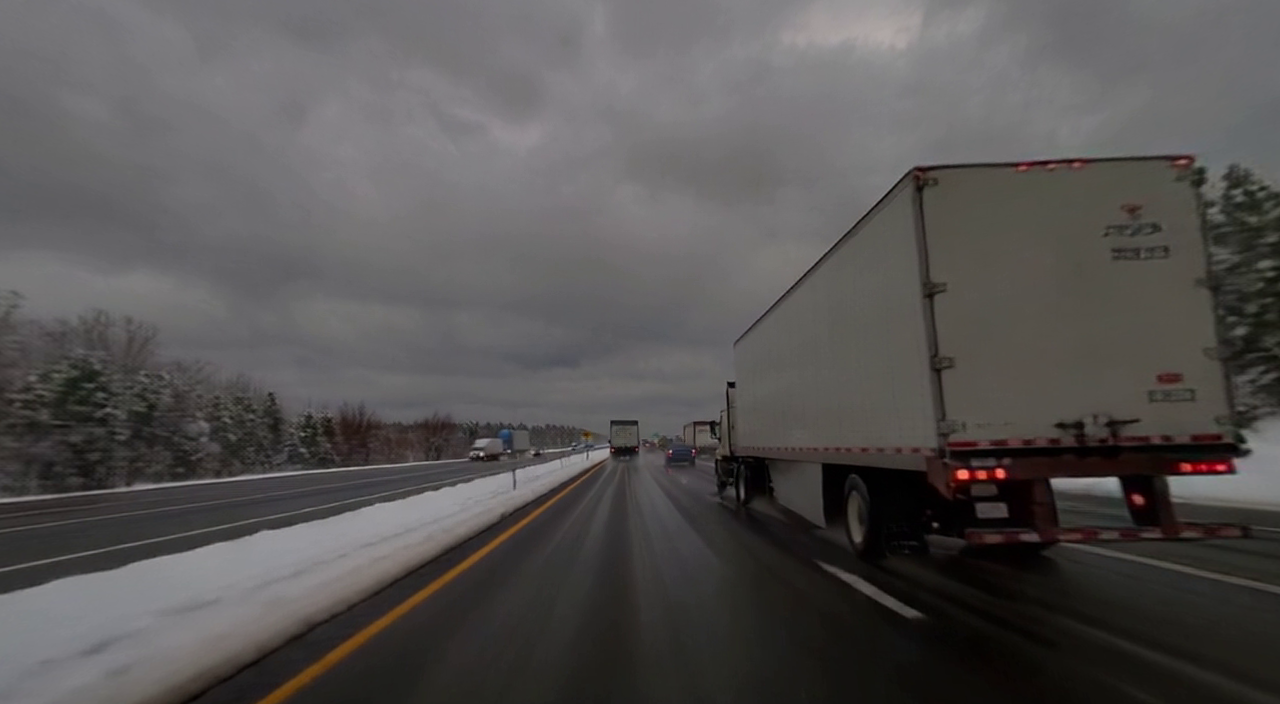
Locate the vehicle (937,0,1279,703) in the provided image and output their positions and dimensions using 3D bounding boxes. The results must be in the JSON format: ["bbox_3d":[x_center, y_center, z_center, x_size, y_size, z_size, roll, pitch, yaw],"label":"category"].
[{"bbox_3d":[3.898,-0.423,0.691,2.816,4.086,8.486,0,-9,0],"label":"vehicle"}]

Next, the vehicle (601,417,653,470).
[{"bbox_3d":[-0.644,5.294,36.055,2.506,2.743,6.093,-1,-9,3],"label":"vehicle"}]

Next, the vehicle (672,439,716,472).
[{"bbox_3d":[2.799,5.502,33.464,2.127,1.642,3.899,-1,-9,2],"label":"vehicle"}]
